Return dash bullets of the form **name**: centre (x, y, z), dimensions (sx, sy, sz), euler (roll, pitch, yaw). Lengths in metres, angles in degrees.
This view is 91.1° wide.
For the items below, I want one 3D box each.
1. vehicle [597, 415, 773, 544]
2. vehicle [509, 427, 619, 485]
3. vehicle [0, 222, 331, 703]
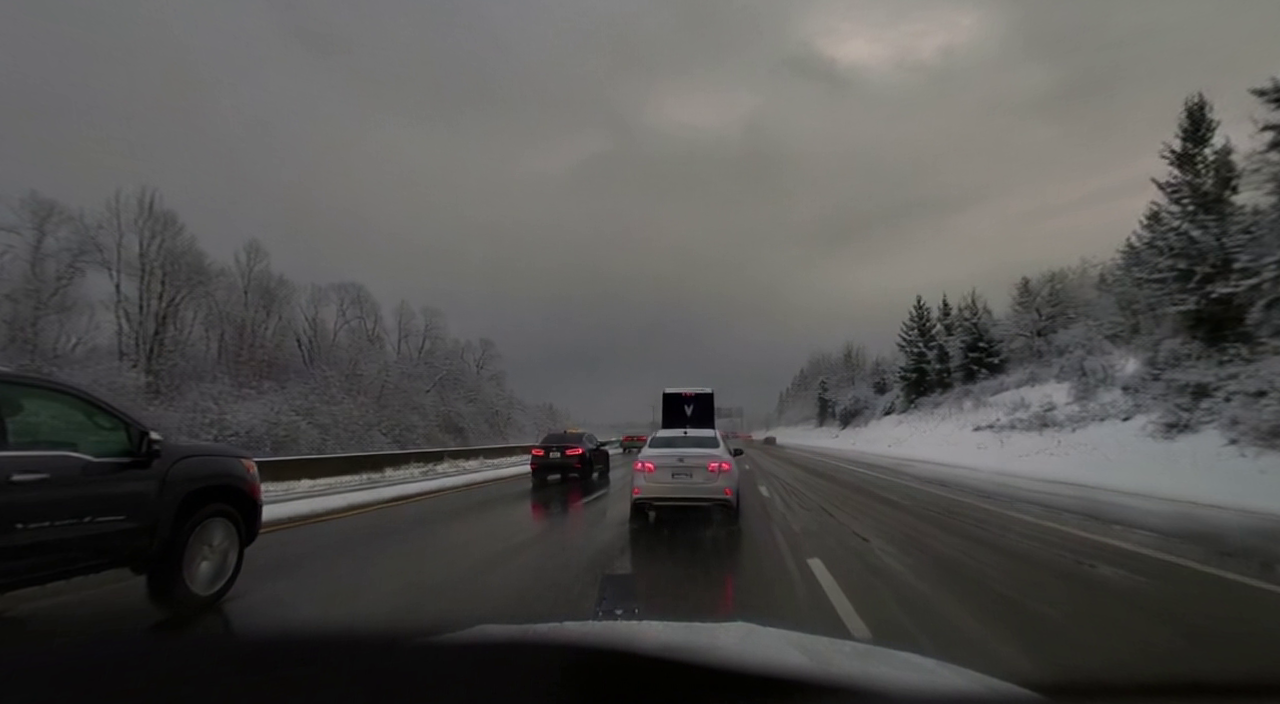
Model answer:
- **vehicle**: centre (0.845, 1.783, 9.580), dimensions (2.089, 1.485, 4.153), euler (-1, -8, 9)
- **vehicle**: centre (-2.044, 2.965, 18.347), dimensions (2.087, 1.457, 4.313), euler (-1, -8, 9)
- **vehicle**: centre (-4.462, 0.548, 3.080), dimensions (2.386, 2.435, 5.831), euler (-1, -8, 7)
